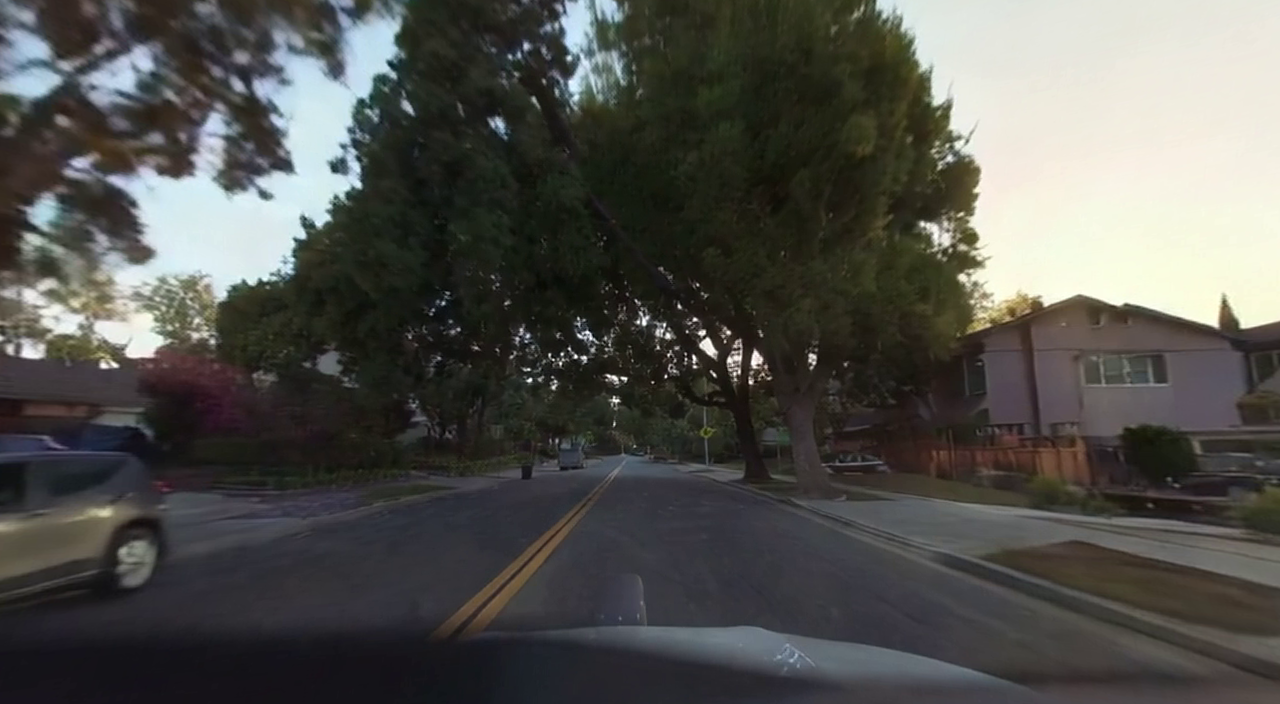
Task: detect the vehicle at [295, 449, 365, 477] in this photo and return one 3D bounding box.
[{"bbox_3d":[-21.372,7.617,43.450,4.507,1.774,1.923,-5,-10,27],"label":"vehicle"}]

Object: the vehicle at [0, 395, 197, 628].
[{"bbox_3d":[-5.913,1.299,4.721,1.924,1.765,4.542,-7,-13,0],"label":"vehicle"}]

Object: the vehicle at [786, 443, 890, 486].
[{"bbox_3d":[10.839,6.159,34.626,4.854,1.771,2.123,-12,-12,28],"label":"vehicle"}]

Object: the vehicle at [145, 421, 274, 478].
[{"bbox_3d":[-17.498,4.007,25.638,4.918,1.918,2.002,-8,-11,24],"label":"vehicle"}]

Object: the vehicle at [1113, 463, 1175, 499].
[{"bbox_3d":[27.013,6.887,33.962,1.916,1.620,3.519,-4,-9,28],"label":"vehicle"}]

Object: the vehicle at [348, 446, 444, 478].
[{"bbox_3d":[-15.628,6.999,40.271,6.072,1.882,2.277,-5,-10,29],"label":"vehicle"}]

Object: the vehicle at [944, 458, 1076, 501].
[{"bbox_3d":[14.477,4.991,24.958,4.231,1.493,1.941,-5,-10,28],"label":"vehicle"}]
